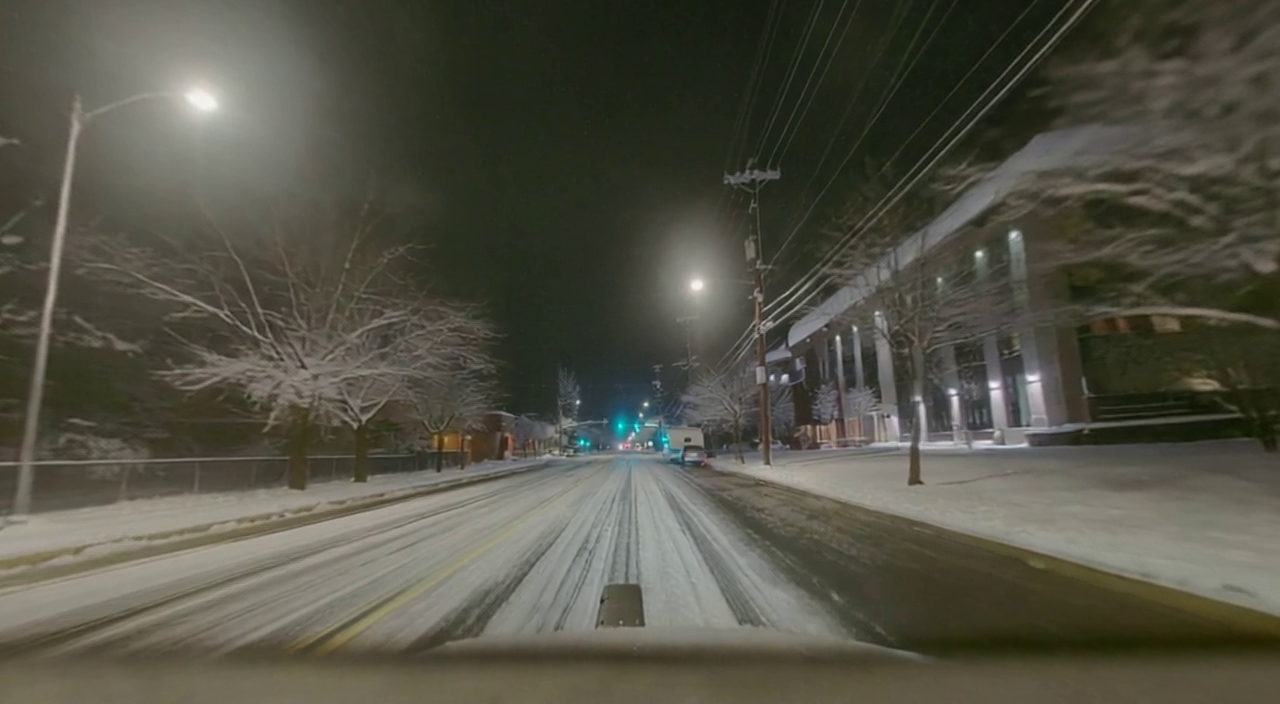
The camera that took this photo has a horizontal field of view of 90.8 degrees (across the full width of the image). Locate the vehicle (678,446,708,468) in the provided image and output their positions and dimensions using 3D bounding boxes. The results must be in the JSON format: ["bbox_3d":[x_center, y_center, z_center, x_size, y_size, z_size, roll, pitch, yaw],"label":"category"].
[{"bbox_3d":[4.024,8.083,48.763,1.852,1.497,3.672,-2,-8,-2],"label":"vehicle"}]
